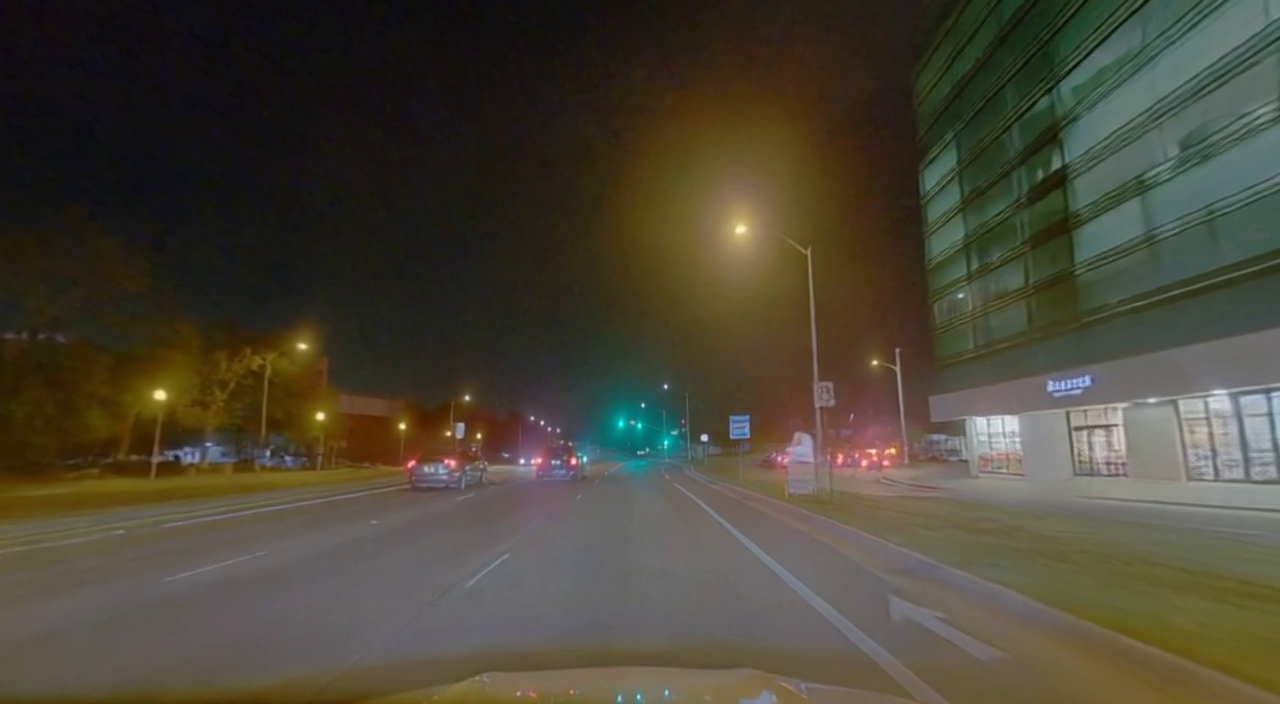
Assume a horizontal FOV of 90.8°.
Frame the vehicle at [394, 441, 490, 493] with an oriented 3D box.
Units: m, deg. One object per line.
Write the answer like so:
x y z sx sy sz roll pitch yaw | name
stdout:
-6.829 4.002 22.344 1.909 1.605 4.561 0 -9 0 | vehicle

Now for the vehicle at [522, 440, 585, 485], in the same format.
-3.552 4.629 26.701 2.052 1.729 4.195 0 -9 0 | vehicle

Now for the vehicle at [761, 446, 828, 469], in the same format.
11.172 7.665 45.948 4.513 1.541 1.948 -1 -9 5 | vehicle
